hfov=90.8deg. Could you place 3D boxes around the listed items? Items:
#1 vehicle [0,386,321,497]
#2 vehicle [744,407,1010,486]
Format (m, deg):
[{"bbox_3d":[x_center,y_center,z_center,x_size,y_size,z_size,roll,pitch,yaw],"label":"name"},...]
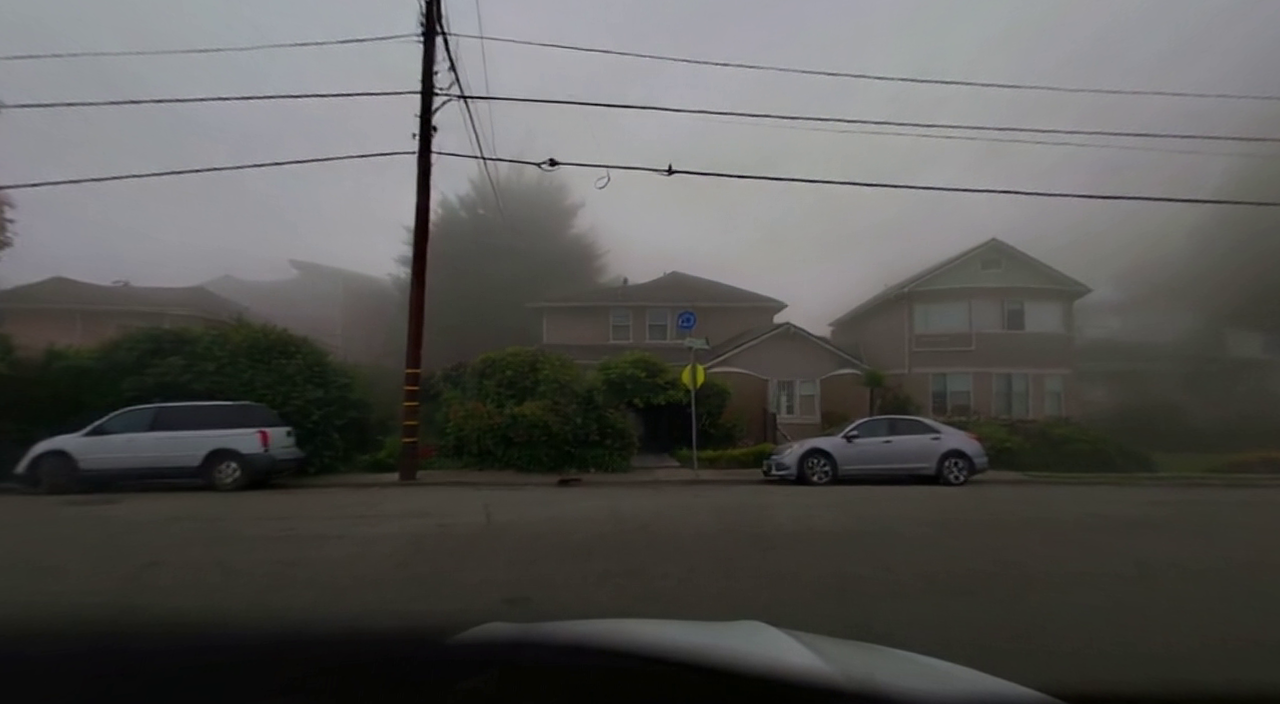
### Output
[{"bbox_3d":[-8.564,1.549,10.984,4.943,1.731,1.877,1,-9,-6],"label":"vehicle"},{"bbox_3d":[4.464,1.831,12.307,4.469,1.391,1.746,1,-9,-5],"label":"vehicle"}]
